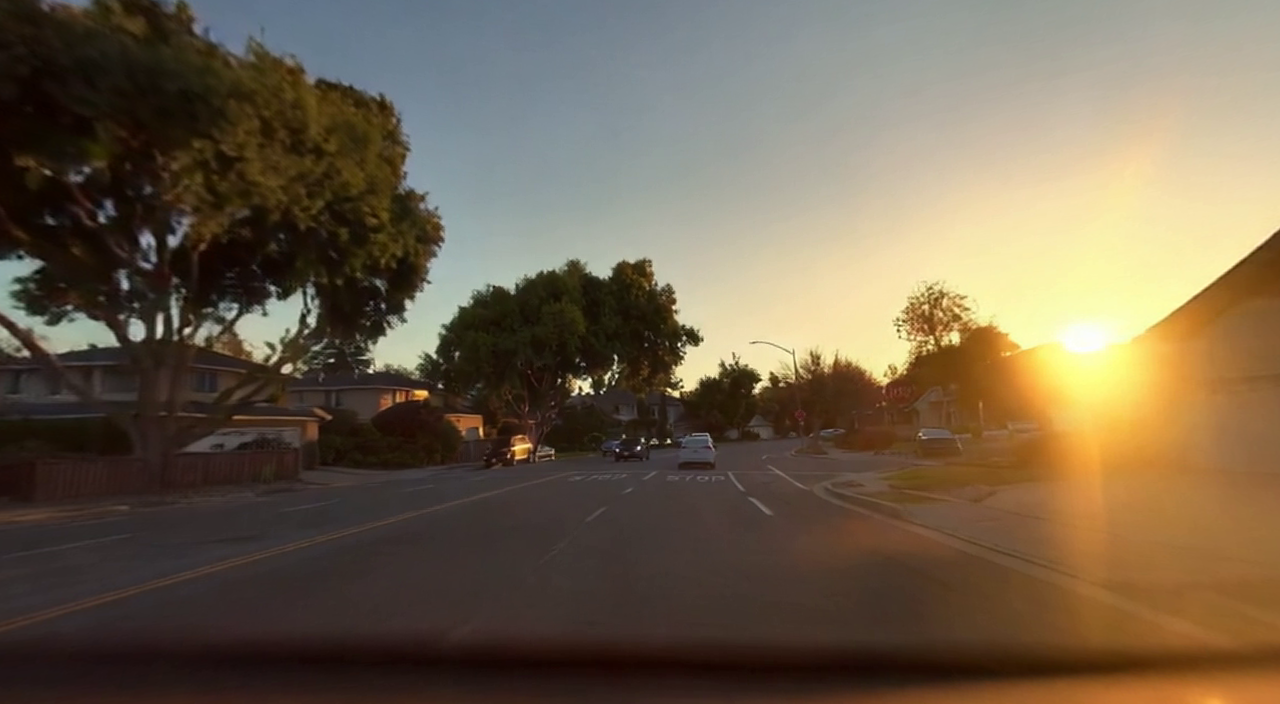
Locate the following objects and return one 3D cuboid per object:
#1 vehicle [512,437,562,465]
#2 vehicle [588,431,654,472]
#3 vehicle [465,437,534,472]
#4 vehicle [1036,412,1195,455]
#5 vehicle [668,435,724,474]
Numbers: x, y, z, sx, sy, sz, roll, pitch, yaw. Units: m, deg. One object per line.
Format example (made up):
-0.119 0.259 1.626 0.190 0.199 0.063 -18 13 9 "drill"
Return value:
-7.615 7.409 47.035 2.076 1.864 4.730 -4 -9 11 "vehicle"
-0.745 4.485 28.452 2.178 1.695 4.339 -2 -9 10 "vehicle"
-9.081 6.672 41.351 2.191 1.980 5.888 -5 -9 11 "vehicle"
20.598 3.614 27.527 4.989 1.564 2.007 -4 -13 15 "vehicle"
2.381 4.191 25.873 1.955 1.459 4.383 -1 -9 9 "vehicle"
